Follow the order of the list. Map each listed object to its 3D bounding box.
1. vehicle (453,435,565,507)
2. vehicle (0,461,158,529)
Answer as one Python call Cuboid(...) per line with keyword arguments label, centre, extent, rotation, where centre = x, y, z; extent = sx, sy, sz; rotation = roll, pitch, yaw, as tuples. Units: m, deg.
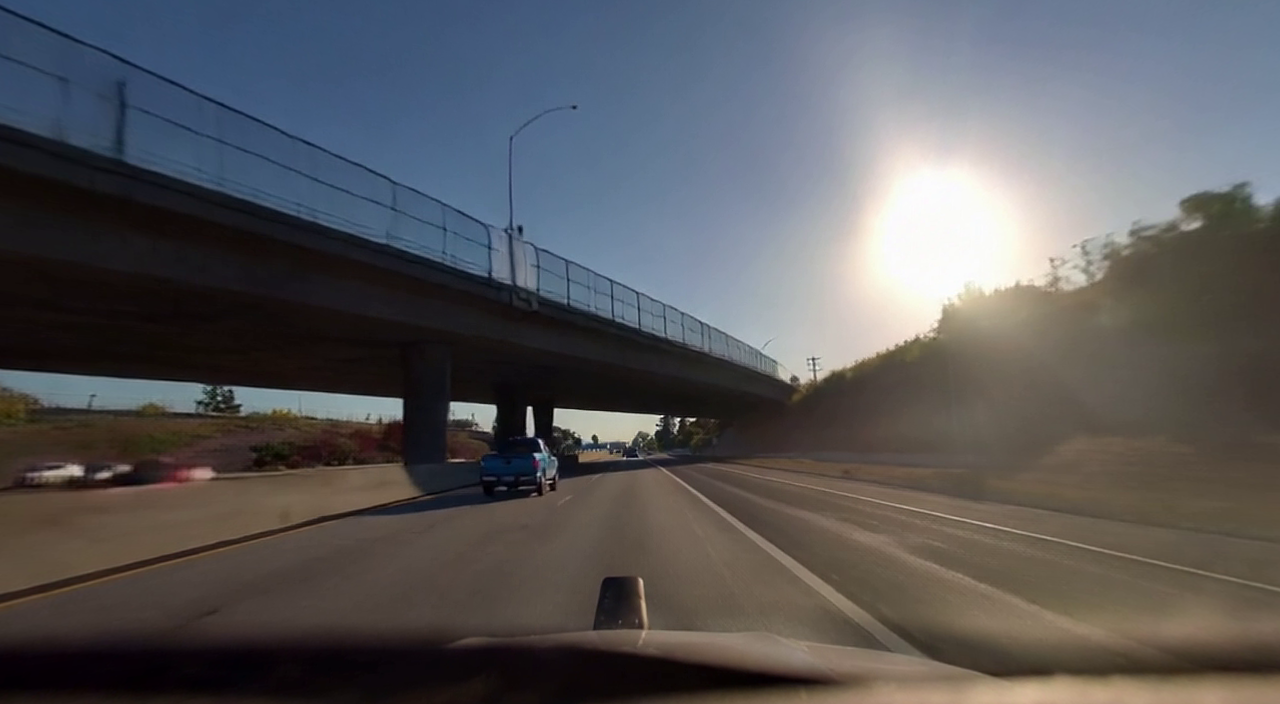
Cuboid(label="vehicle", centre=(-3.440, 3.236, 17.523), extent=(2.152, 1.717, 4.423), rotation=(-1, -9, 0))
Cuboid(label="vehicle", centre=(-15.859, 3.784, 17.135), extent=(1.827, 1.466, 4.553), rotation=(0, -9, -1))
